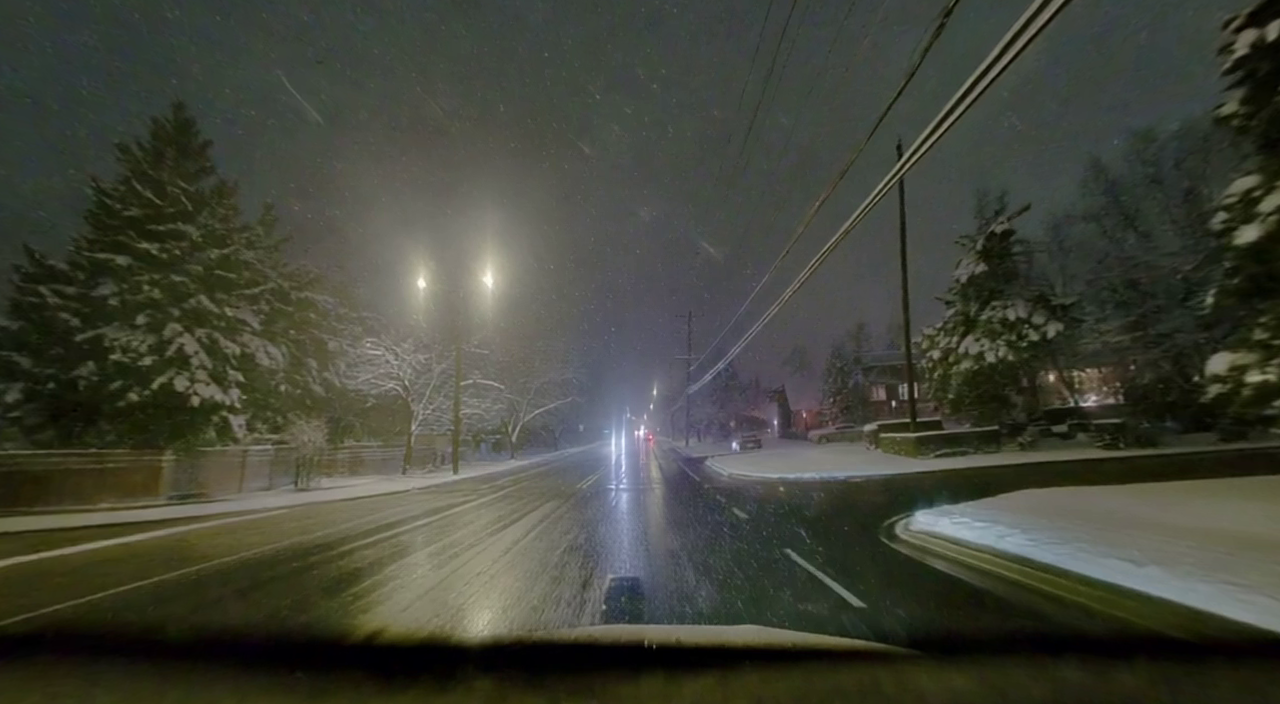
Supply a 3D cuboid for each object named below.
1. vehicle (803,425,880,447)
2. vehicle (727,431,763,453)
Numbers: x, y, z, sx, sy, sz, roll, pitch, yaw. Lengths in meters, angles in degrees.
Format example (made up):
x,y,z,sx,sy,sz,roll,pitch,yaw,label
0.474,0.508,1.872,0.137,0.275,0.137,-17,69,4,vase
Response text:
x,y,z,sx,sy,sz,roll,pitch,yaw,label
14.363,6.044,45.168,4.848,1.509,1.976,-2,-9,6,vehicle
7.496,6.524,45.538,2.071,1.510,4.418,-1,-8,3,vehicle
